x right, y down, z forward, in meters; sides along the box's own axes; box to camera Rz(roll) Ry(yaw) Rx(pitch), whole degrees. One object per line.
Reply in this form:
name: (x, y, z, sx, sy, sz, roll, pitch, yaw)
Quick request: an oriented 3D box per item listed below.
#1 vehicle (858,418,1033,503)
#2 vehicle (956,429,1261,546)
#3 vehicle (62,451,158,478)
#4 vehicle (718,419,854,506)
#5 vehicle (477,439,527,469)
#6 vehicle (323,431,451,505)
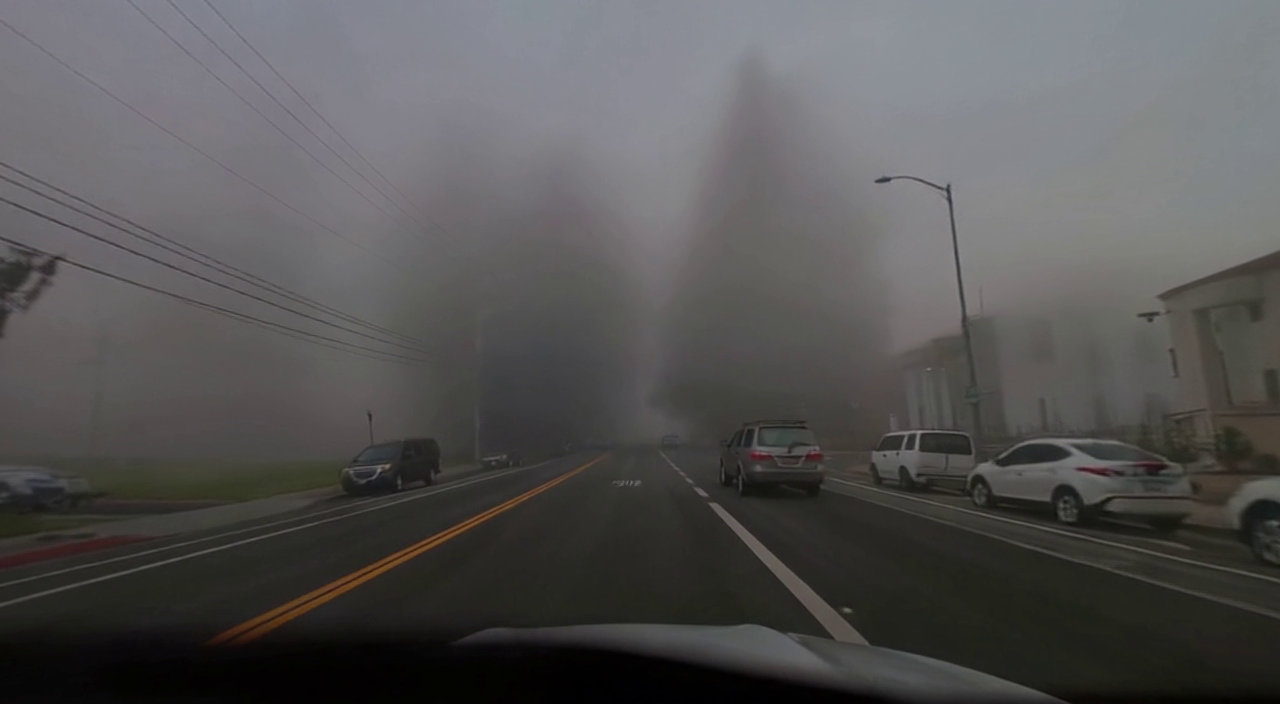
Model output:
vehicle: (7.954, 2.882, 17.215, 2.133, 1.911, 5.455, -1, -8, 2)
vehicle: (7.582, 2.199, 10.979, 1.862, 1.492, 4.571, 3, -8, 0)
vehicle: (-32.001, 6.775, 38.247, 1.746, 1.479, 4.603, -1, -8, 1)
vehicle: (3.184, 2.532, 14.884, 2.004, 1.704, 4.573, 0, -8, -1)
vehicle: (-8.905, 6.610, 41.105, 2.228, 1.825, 4.522, 0, -8, -1)
vehicle: (-8.917, 4.036, 22.850, 2.419, 2.087, 5.334, -3, -6, 0)
